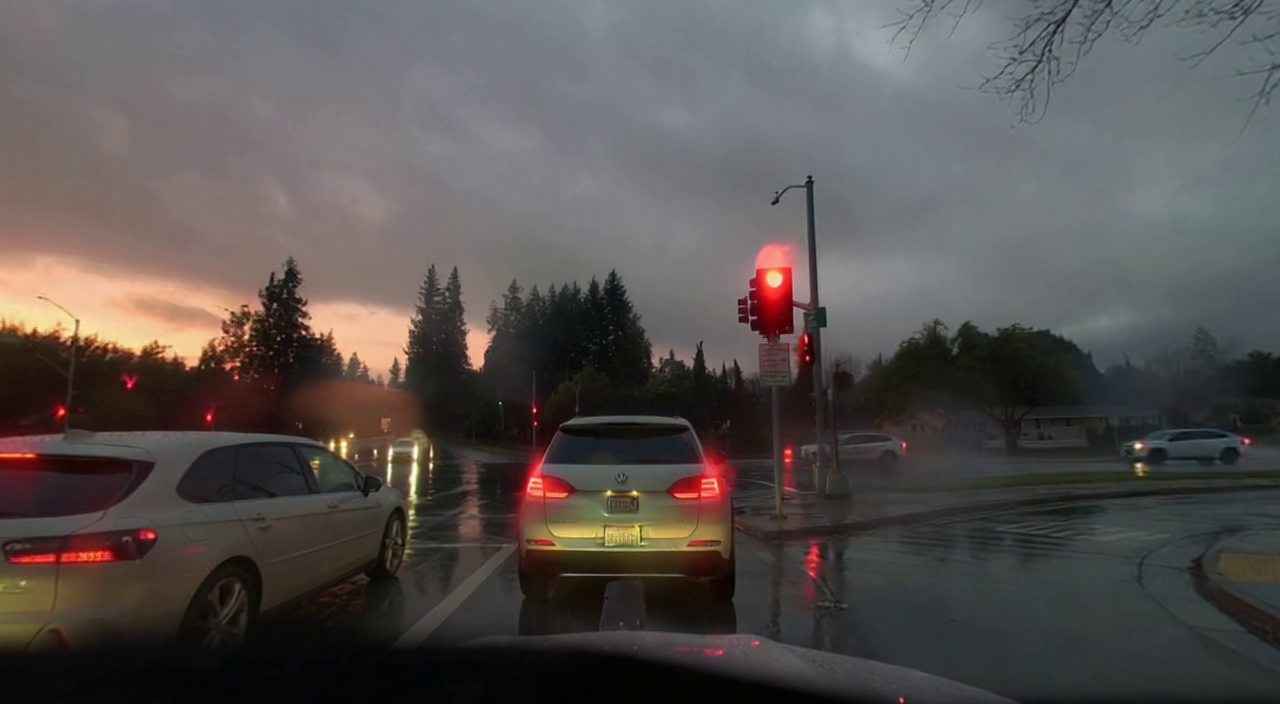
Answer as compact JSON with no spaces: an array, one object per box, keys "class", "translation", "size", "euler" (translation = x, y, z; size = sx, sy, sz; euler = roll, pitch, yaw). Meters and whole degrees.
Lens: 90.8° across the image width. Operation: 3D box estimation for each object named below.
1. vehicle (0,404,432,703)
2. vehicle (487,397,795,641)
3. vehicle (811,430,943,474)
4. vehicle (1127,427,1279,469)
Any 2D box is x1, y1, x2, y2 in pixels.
[{"class":"vehicle","translation":[-3.281,1.280,4.729],"size":[2.035,1.492,4.415],"euler":[0,-9,-2]},{"class":"vehicle","translation":[-0.128,1.470,6.565],"size":[2.154,1.670,4.140],"euler":[1,-9,-4]},{"class":"vehicle","translation":[10.023,4.276,27.075],"size":[4.887,1.769,2.035],"euler":[-1,-9,6]},{"class":"vehicle","translation":[23.028,3.897,25.676],"size":[4.670,1.616,1.926],"euler":[-1,-9,6]}]
